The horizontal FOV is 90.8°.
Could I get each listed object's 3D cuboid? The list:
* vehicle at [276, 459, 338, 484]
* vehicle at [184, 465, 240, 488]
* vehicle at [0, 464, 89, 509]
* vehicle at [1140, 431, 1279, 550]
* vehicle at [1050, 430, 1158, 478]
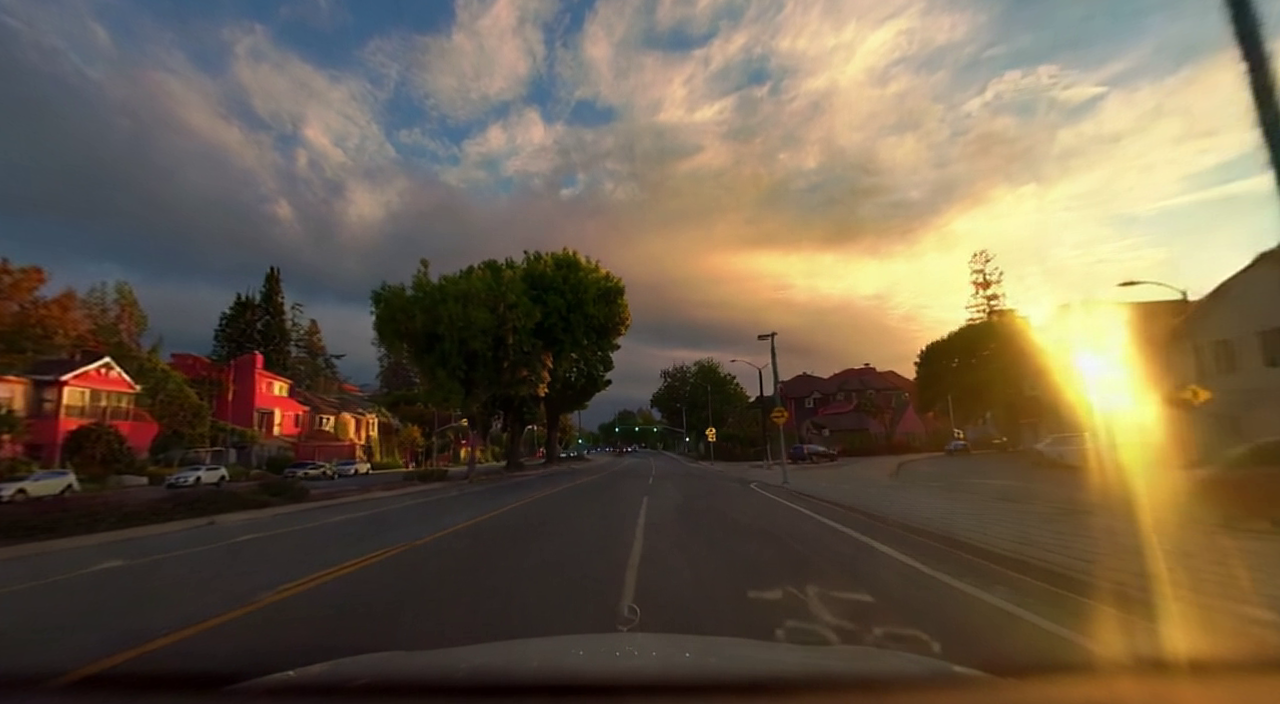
[{"bbox_3d":[-26.180,9.369,49.884,2.037,1.762,4.834,-1,-9,2],"label":"vehicle"},{"bbox_3d":[-31.903,9.256,47.175,1.673,1.495,3.659,0,-8,-2],"label":"vehicle"},{"bbox_3d":[-27.480,6.005,27.946,1.936,1.723,4.573,-4,-13,2],"label":"vehicle"},{"bbox_3d":[9.116,1.661,7.941,2.004,1.476,4.588,-6,-14,3],"label":"vehicle"},{"bbox_3d":[19.123,4.250,26.347,1.992,1.795,4.849,-3,-9,16],"label":"vehicle"}]
